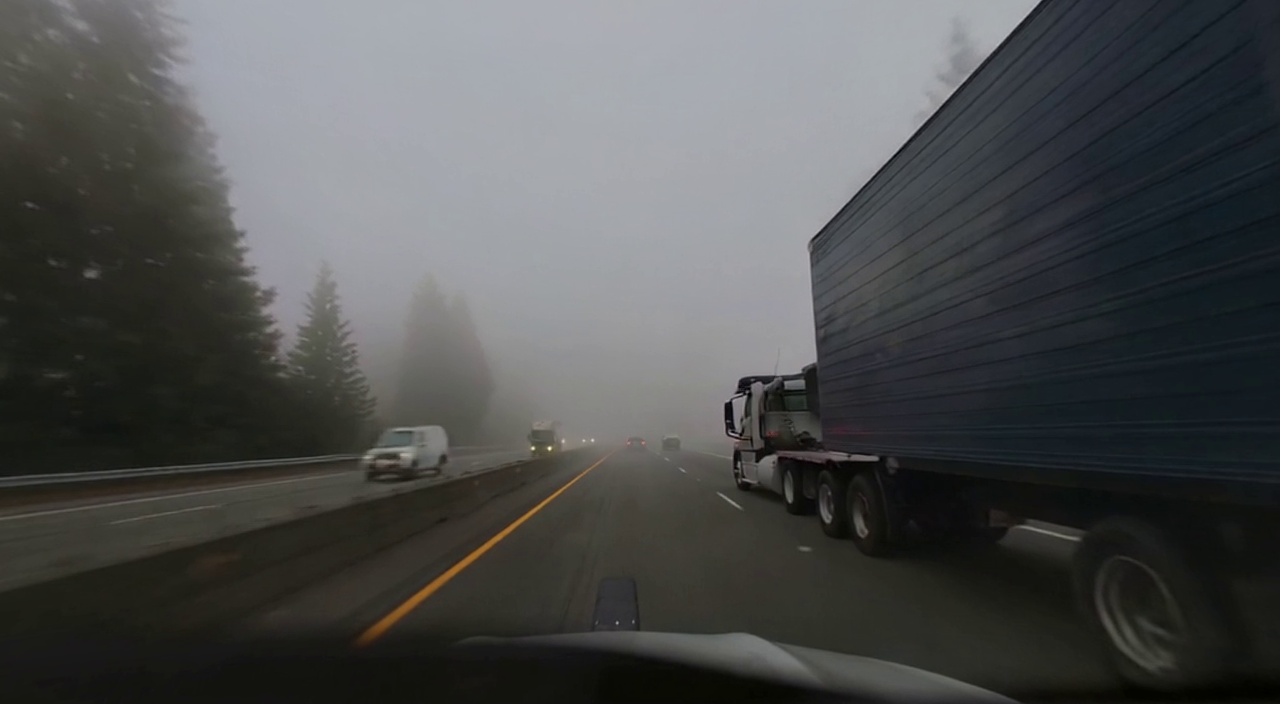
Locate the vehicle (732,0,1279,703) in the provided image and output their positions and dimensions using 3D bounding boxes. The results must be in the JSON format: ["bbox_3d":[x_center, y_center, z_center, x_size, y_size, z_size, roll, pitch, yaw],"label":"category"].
[{"bbox_3d":[3.854,0.359,8.019,3.038,3.975,13.887,0,-8,-1],"label":"vehicle"}]

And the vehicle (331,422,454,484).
[{"bbox_3d":[-8.010,3.295,20.970,2.199,1.816,4.724,0,-8,-1],"label":"vehicle"}]
